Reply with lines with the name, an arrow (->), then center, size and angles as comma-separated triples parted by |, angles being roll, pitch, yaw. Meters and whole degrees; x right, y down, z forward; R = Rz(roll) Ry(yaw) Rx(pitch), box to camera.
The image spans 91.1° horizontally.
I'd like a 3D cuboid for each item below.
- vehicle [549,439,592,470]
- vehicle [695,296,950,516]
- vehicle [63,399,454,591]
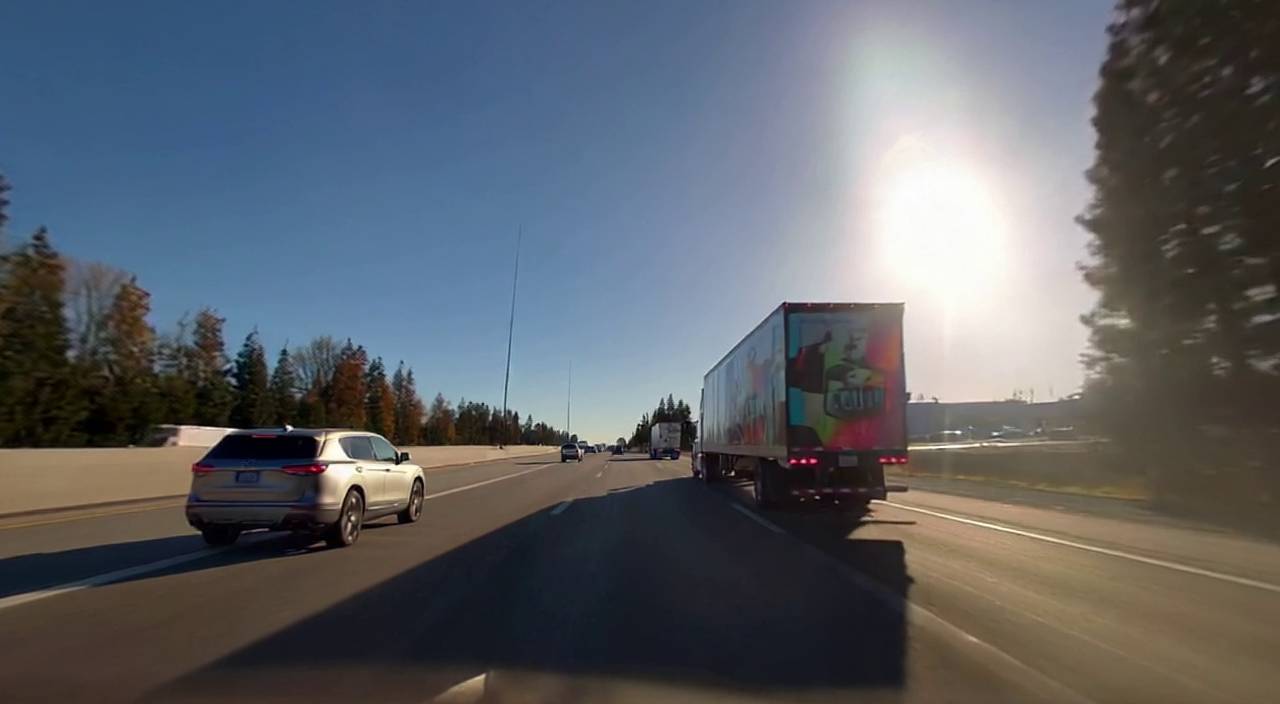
vehicle -> -4.141, 6.213, 38.308 | 2.139, 1.716, 4.530 | 0, -9, -1
vehicle -> 3.885, 1.983, 18.370 | 2.933, 4.016, 13.949 | 0, -9, -1
vehicle -> -4.240, 1.682, 8.228 | 2.202, 1.760, 4.617 | 0, -9, 0
